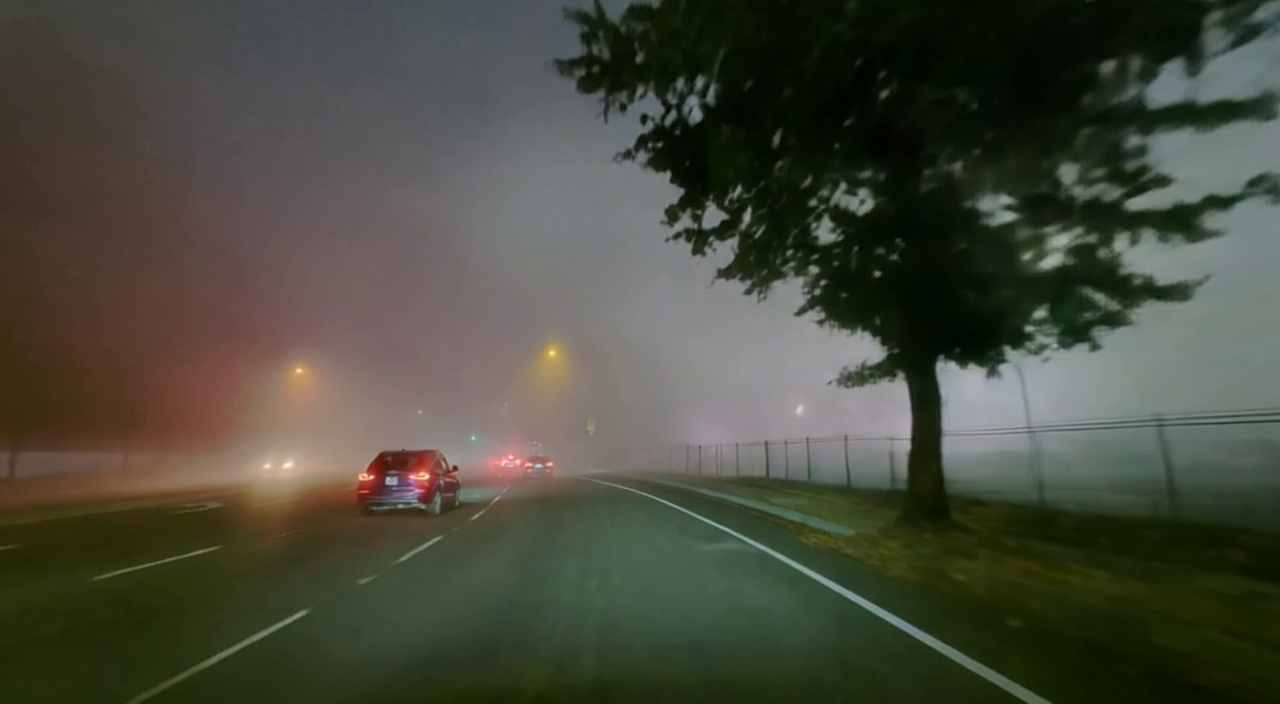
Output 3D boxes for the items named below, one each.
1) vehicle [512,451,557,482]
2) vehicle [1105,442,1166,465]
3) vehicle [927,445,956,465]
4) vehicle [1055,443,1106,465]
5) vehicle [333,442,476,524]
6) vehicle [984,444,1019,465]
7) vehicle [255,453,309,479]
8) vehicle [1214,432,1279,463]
[{"bbox_3d":[-5.437,5.871,32.713,2.147,1.474,4.083,1,-9,-9],"label":"vehicle"},{"bbox_3d":[33.469,6.846,42.810,2.095,1.470,4.336,-4,-9,23],"label":"vehicle"},{"bbox_3d":[23.262,7.957,48.803,1.863,1.456,4.250,-4,-9,24],"label":"vehicle"},{"bbox_3d":[30.800,7.153,44.269,1.904,1.432,4.640,-4,-9,23],"label":"vehicle"},{"bbox_3d":[-5.505,3.079,15.508,2.105,1.676,4.541,1,-9,-5],"label":"vehicle"},{"bbox_3d":[26.631,7.549,46.596,2.027,1.455,3.838,-5,-10,28],"label":"vehicle"},{"bbox_3d":[-27.489,8.726,48.712,2.214,1.844,4.822,1,-9,-12],"label":"vehicle"},{"bbox_3d":[38.644,6.016,39.895,2.141,1.842,5.582,-5,-10,29],"label":"vehicle"}]
